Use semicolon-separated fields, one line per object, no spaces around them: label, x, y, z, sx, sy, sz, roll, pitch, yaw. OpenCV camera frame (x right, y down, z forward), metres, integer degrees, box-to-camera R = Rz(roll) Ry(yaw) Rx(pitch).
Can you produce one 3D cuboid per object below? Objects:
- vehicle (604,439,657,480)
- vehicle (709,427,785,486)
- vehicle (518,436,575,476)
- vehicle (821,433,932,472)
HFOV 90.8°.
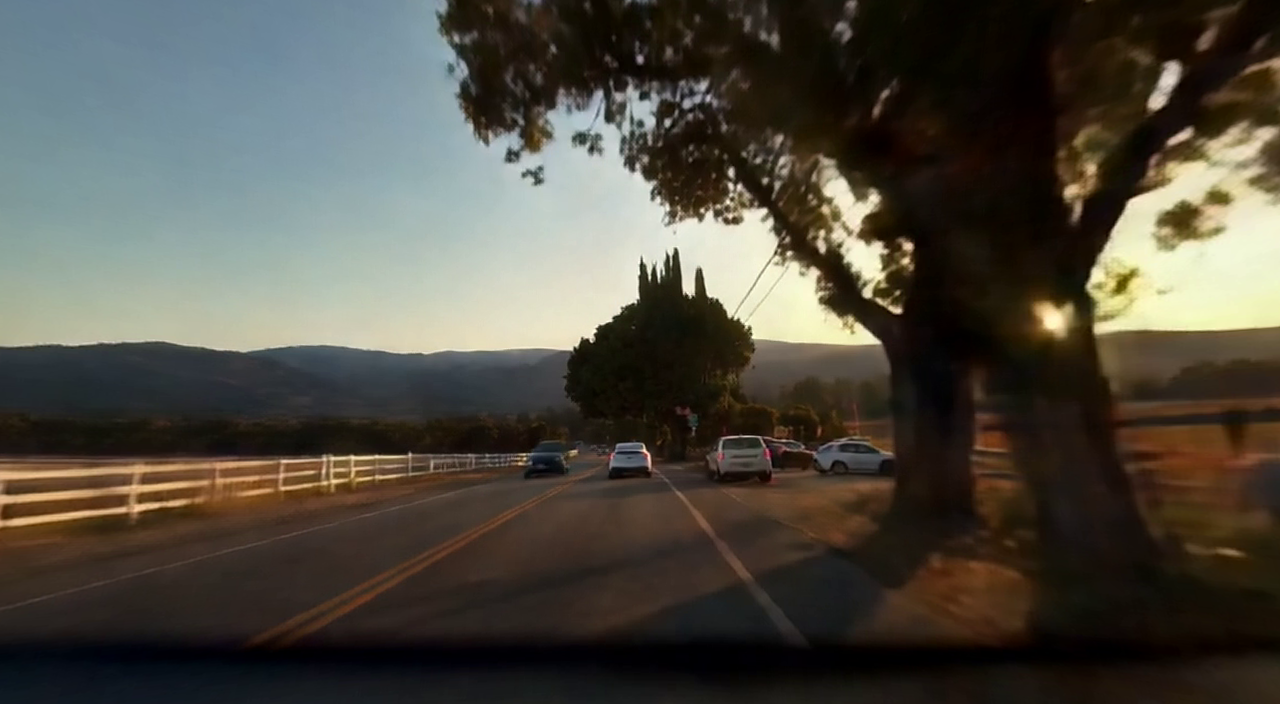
vehicle;-0.391;4.683;27.799;2.158;1.669;4.006;0;-9;0
vehicle;3.886;3.914;23.922;2.348;1.969;5.269;-1;-9;5
vehicle;-4.945;5.603;34.119;2.221;1.965;5.135;0;-9;1
vehicle;9.999;4.287;27.100;1.975;1.545;4.333;3;-9;-22
